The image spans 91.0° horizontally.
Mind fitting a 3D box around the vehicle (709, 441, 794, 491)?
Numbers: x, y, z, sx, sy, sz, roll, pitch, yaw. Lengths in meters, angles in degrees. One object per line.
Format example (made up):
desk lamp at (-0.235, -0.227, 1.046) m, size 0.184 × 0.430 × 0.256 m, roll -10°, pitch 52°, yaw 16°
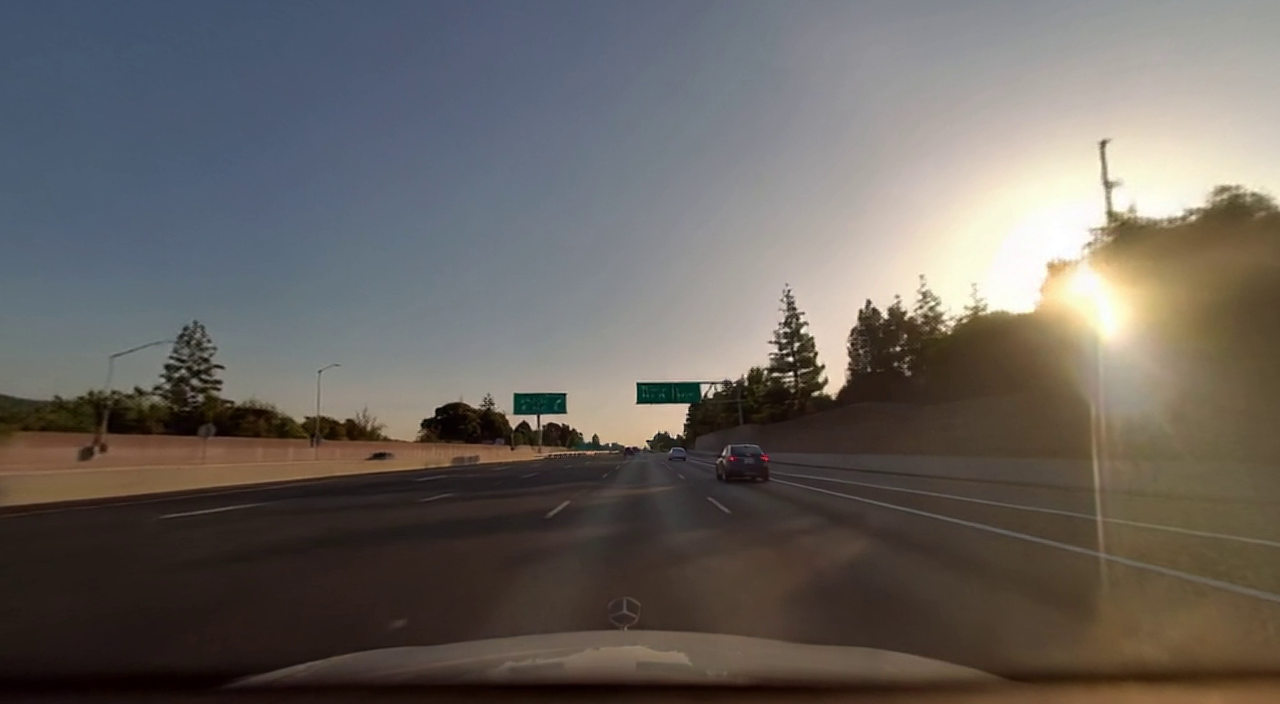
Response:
vehicle at (3.645, 3.830, 21.456) m, size 2.033 × 1.501 × 4.398 m, roll 0°, pitch -9°, yaw -1°
